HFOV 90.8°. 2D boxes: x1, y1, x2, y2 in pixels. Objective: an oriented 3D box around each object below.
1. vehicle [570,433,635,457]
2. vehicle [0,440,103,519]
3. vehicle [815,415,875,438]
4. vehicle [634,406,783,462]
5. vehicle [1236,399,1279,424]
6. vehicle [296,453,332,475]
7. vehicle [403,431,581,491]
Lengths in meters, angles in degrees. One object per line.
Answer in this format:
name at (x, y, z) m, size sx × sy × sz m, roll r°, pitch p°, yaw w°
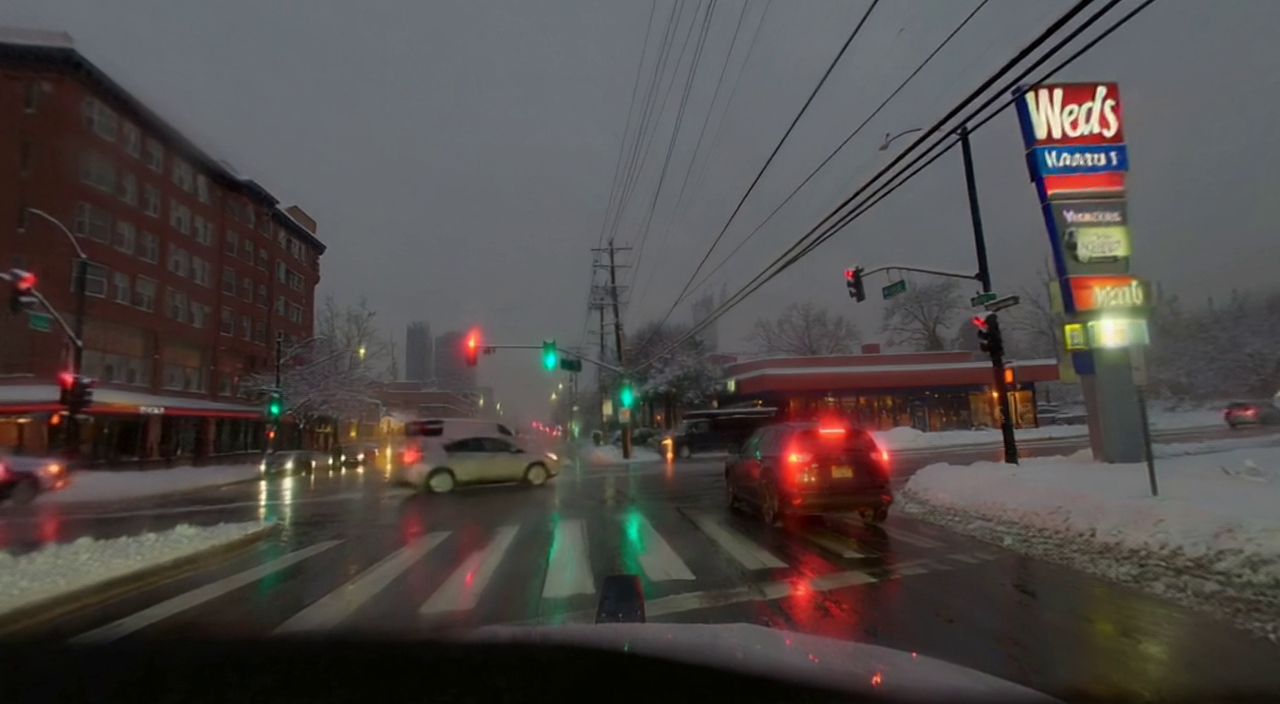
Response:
vehicle at (-2.795, 6.830, 46.361) m, size 4.591 × 1.686 × 1.816 m, roll 1°, pitch -9°, yaw -11°
vehicle at (-15.662, 2.963, 14.776) m, size 4.292 × 1.761 × 2.105 m, roll 5°, pitch -10°, yaw -30°
vehicle at (16.050, 5.830, 49.447) m, size 4.589 × 1.730 × 1.801 m, roll 3°, pitch -10°, yaw -31°
vehicle at (2.762, 3.306, 25.154) m, size 5.588 × 1.985 × 2.374 m, roll 5°, pitch -10°, yaw -32°
vehicle at (40.893, 3.891, 40.907) m, size 4.499 × 1.524 × 1.784 m, roll 3°, pitch -9°, yaw -27°
vehicle at (-23.398, 7.985, 45.232) m, size 1.942 × 1.413 × 4.229 m, roll 5°, pitch -9°, yaw -30°
vehicle at (-4.049, 2.959, 17.501) m, size 4.433 × 1.453 × 1.804 m, roll 4°, pitch -10°, yaw -29°
